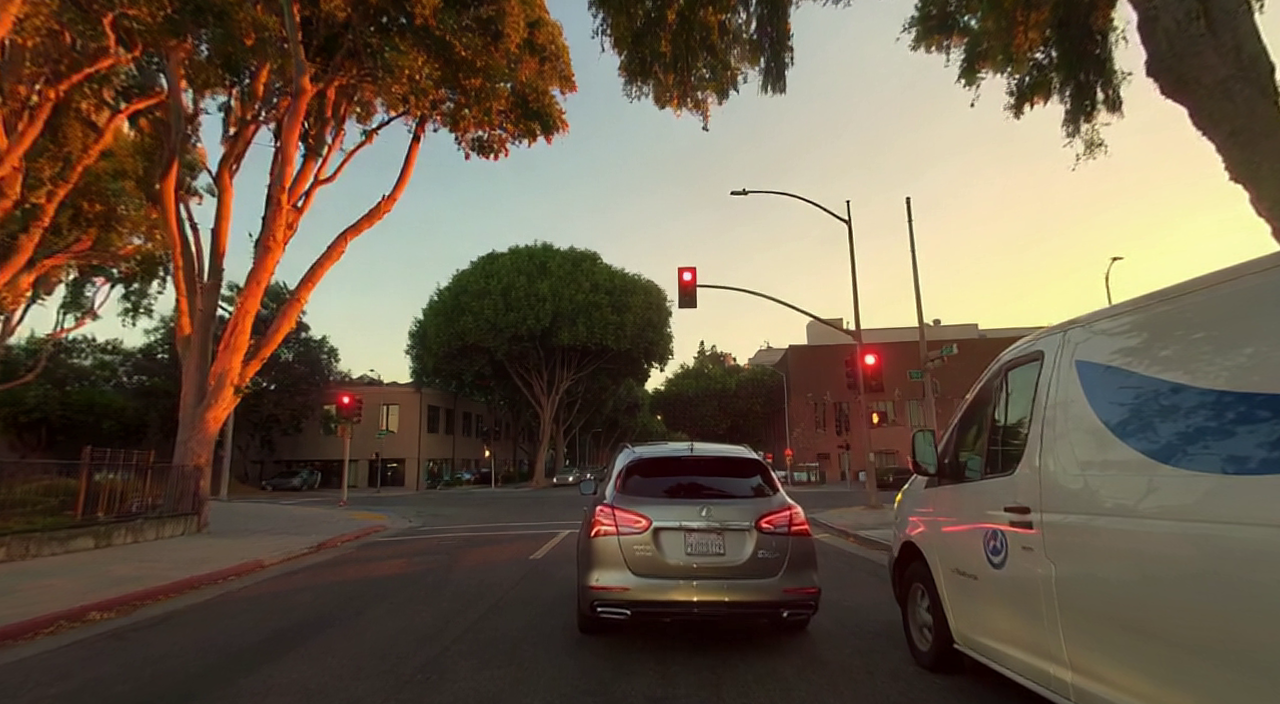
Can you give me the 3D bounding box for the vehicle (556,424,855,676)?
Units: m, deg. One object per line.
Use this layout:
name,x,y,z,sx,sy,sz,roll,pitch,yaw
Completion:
vehicle,0.382,1.647,6.041,1.961,1.629,3.610,1,-10,-2

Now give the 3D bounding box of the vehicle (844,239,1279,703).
vehicle,2.852,0.880,2.865,2.054,1.965,5.248,1,-11,0
